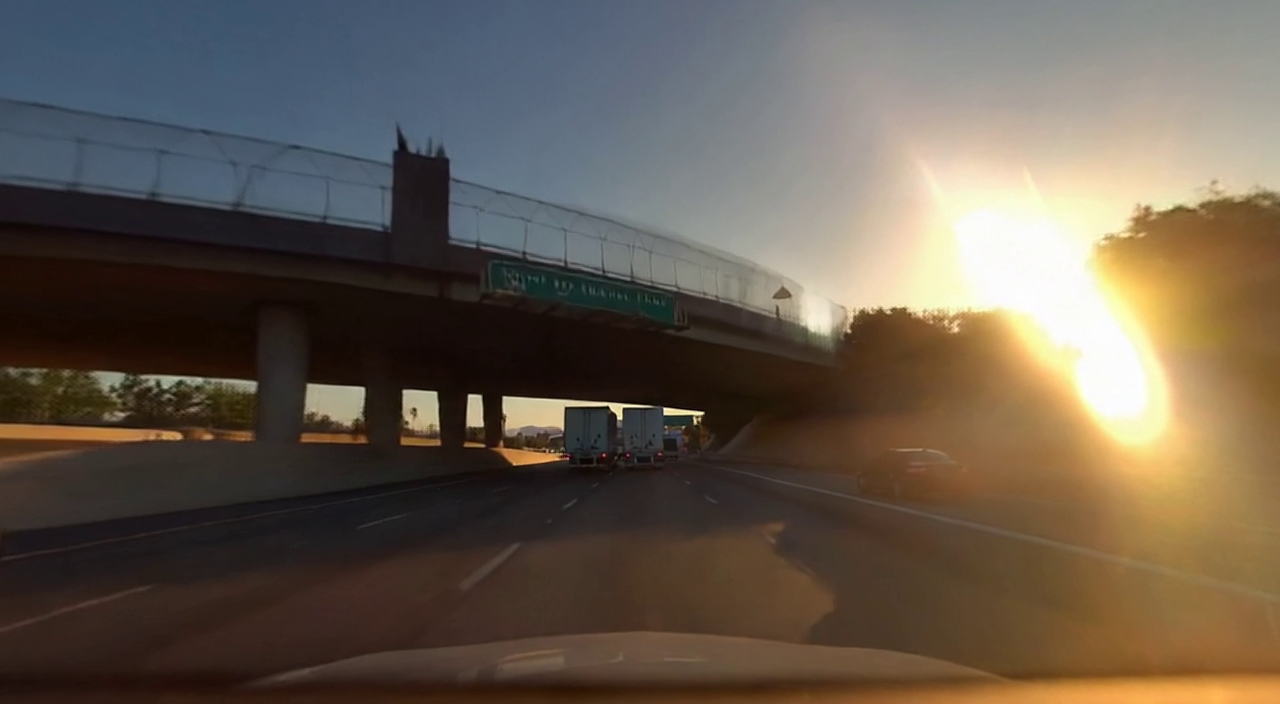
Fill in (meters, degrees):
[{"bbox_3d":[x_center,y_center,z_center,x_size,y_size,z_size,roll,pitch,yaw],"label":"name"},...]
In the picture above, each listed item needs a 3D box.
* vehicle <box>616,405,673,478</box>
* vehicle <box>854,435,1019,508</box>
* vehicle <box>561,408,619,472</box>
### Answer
[{"bbox_3d":[0.226,5.494,40.407,3.054,3.944,11.230,-1,-6,0],"label":"vehicle"},{"bbox_3d":[7.239,2.944,16.032,1.969,1.560,4.394,0,-8,-1],"label":"vehicle"},{"bbox_3d":[-3.282,6.260,44.637,2.962,3.947,11.574,0,-8,1],"label":"vehicle"}]
